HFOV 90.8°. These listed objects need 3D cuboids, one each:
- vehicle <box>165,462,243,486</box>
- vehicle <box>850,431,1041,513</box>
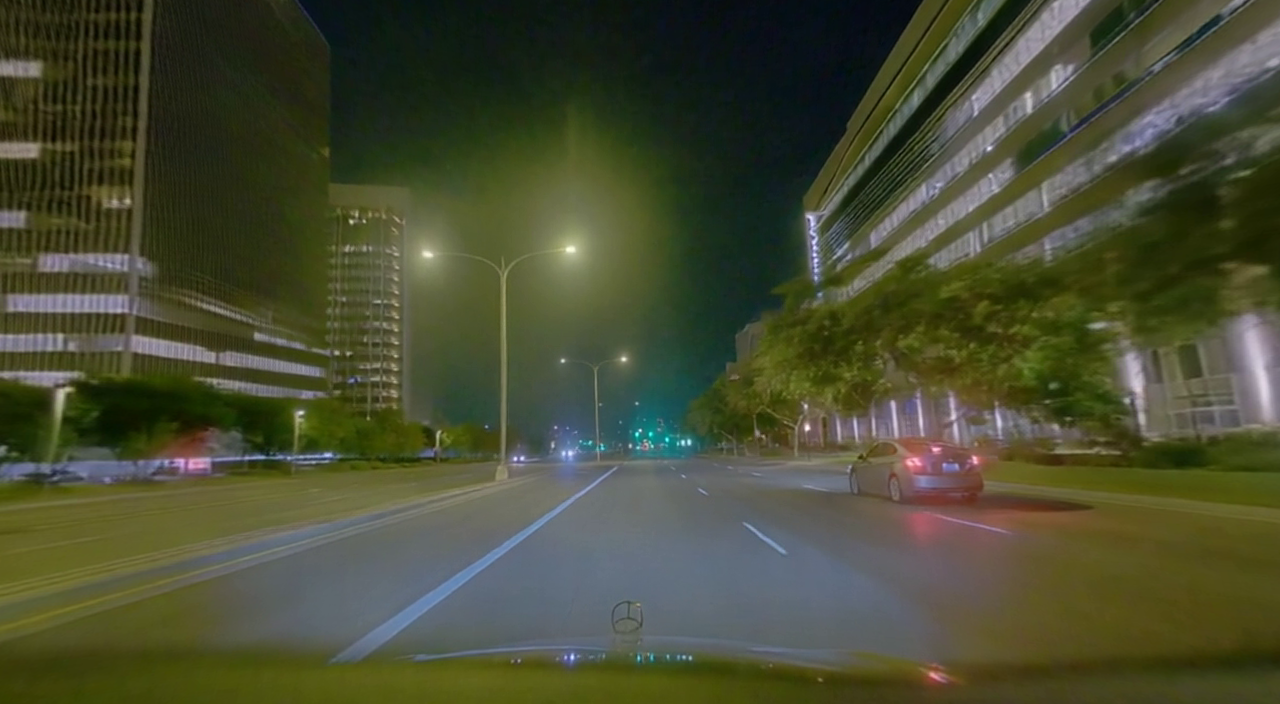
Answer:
[{"bbox_3d":[-32.752,9.124,47.534,1.990,1.595,4.310,-8,-11,40],"label":"vehicle"},{"bbox_3d":[6.527,2.602,14.260,1.913,1.504,4.738,0,-8,0],"label":"vehicle"}]
